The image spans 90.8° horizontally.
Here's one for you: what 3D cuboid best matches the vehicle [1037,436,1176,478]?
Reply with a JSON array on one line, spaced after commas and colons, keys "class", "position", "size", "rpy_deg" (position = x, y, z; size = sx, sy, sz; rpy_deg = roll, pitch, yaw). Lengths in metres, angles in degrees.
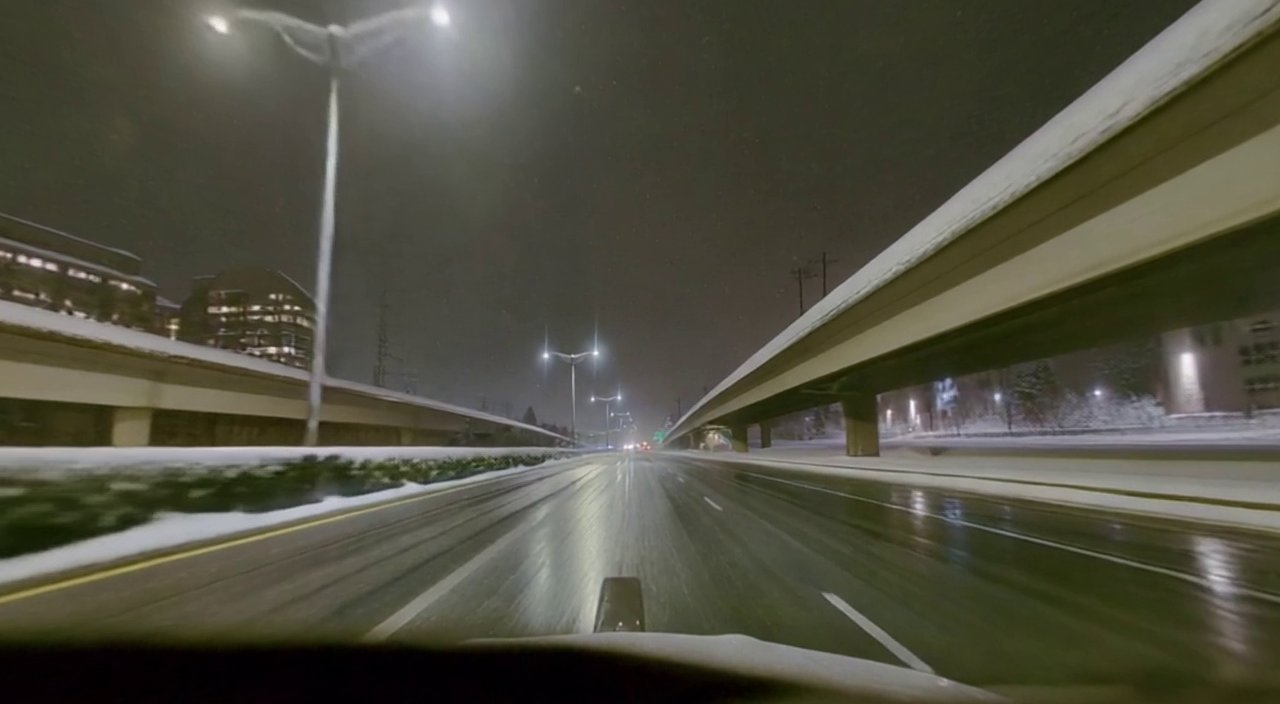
[{"class": "vehicle", "position": [18.444, 4.176, 25.317], "size": [2.059, 1.457, 4.537], "rpy_deg": [-1, -9, -1]}]
